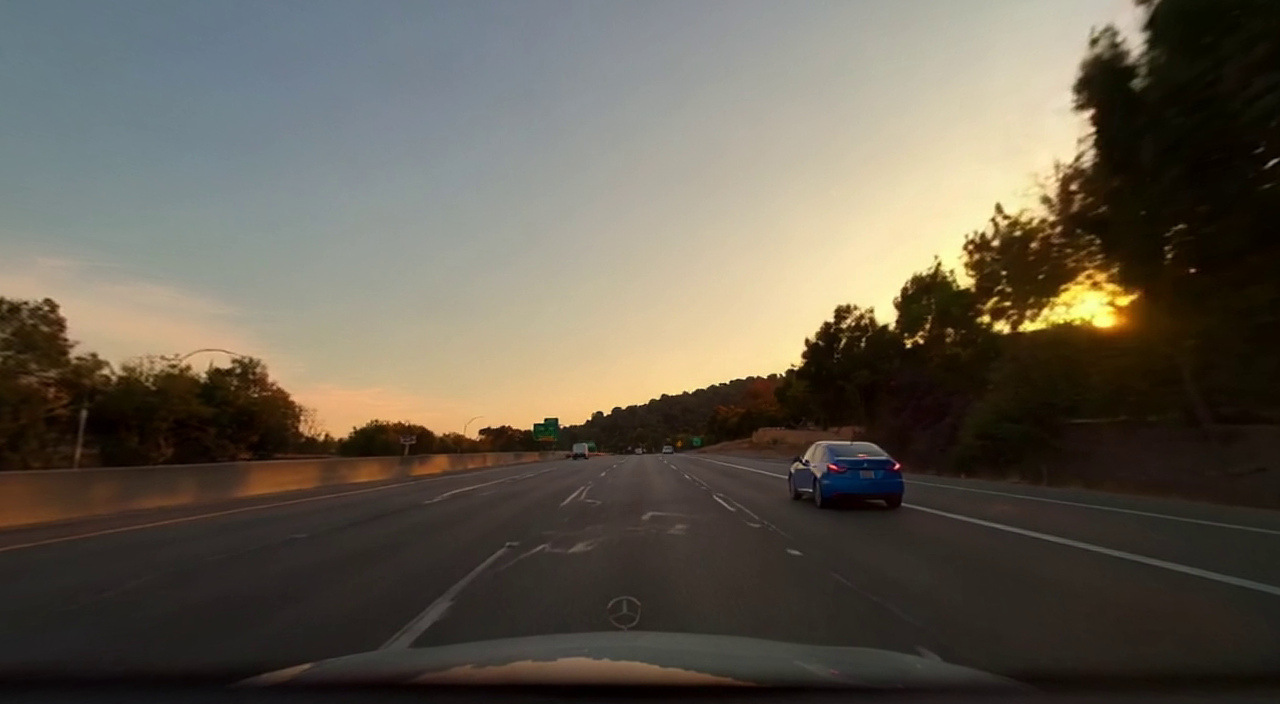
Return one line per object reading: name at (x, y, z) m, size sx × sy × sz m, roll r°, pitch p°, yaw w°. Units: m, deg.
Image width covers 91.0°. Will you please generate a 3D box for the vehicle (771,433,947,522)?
vehicle at (4.202, 2.481, 12.999) m, size 2.033 × 1.501 × 4.398 m, roll 0°, pitch -9°, yaw 0°
